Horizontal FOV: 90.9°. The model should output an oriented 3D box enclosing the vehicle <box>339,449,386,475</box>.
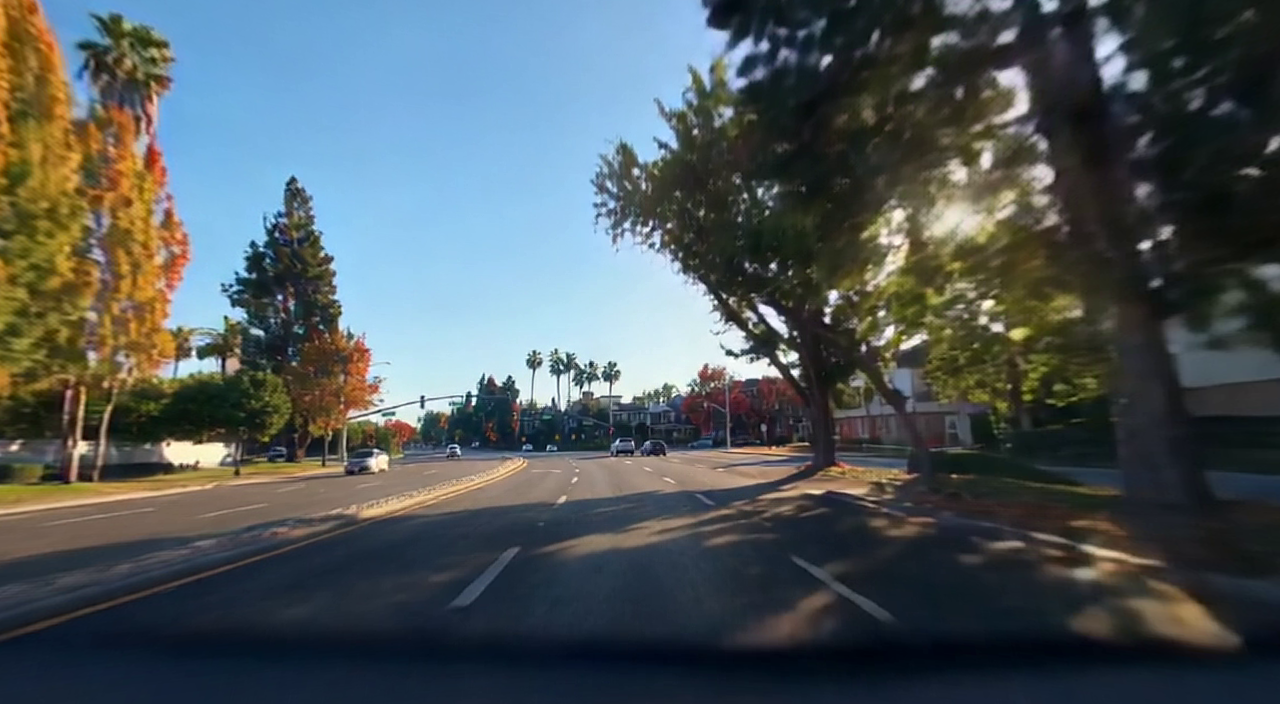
[{"bbox_3d":[-19.645,7.742,44.753,1.939,1.715,4.310,1,-8,-9],"label":"vehicle"}]
